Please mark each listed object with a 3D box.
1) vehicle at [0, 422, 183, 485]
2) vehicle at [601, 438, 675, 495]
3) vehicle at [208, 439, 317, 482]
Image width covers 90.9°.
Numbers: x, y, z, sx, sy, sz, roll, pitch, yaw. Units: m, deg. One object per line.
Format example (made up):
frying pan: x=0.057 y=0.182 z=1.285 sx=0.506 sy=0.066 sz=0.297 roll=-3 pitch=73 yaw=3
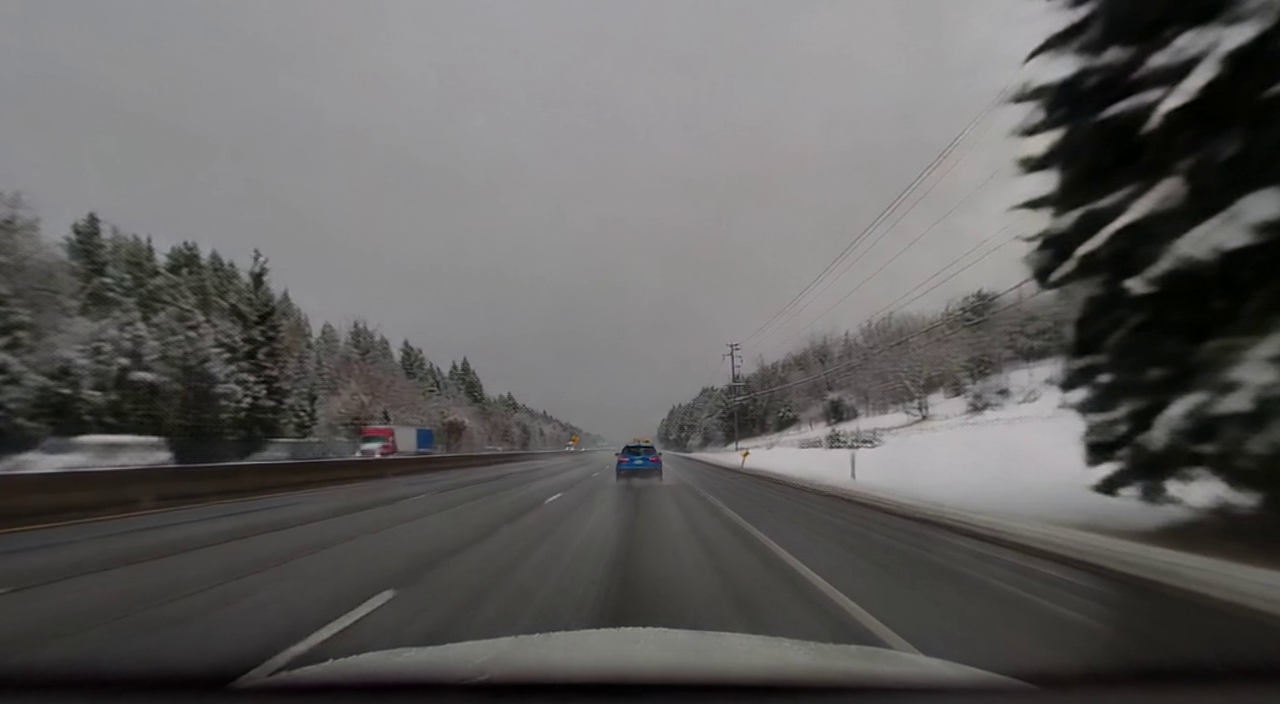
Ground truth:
vehicle: x=-20.549 y=3.284 z=20.540 sx=2.783 sy=1.863 sz=11.406 roll=0 pitch=-8 yaw=1
vehicle: x=-0.092 y=3.395 z=18.993 sx=1.966 sy=1.499 sz=4.298 roll=0 pitch=-9 yaw=-1
vehicle: x=-16.403 y=4.735 z=27.700 sx=2.188 sy=1.702 sz=4.112 roll=0 pitch=-9 yaw=0
